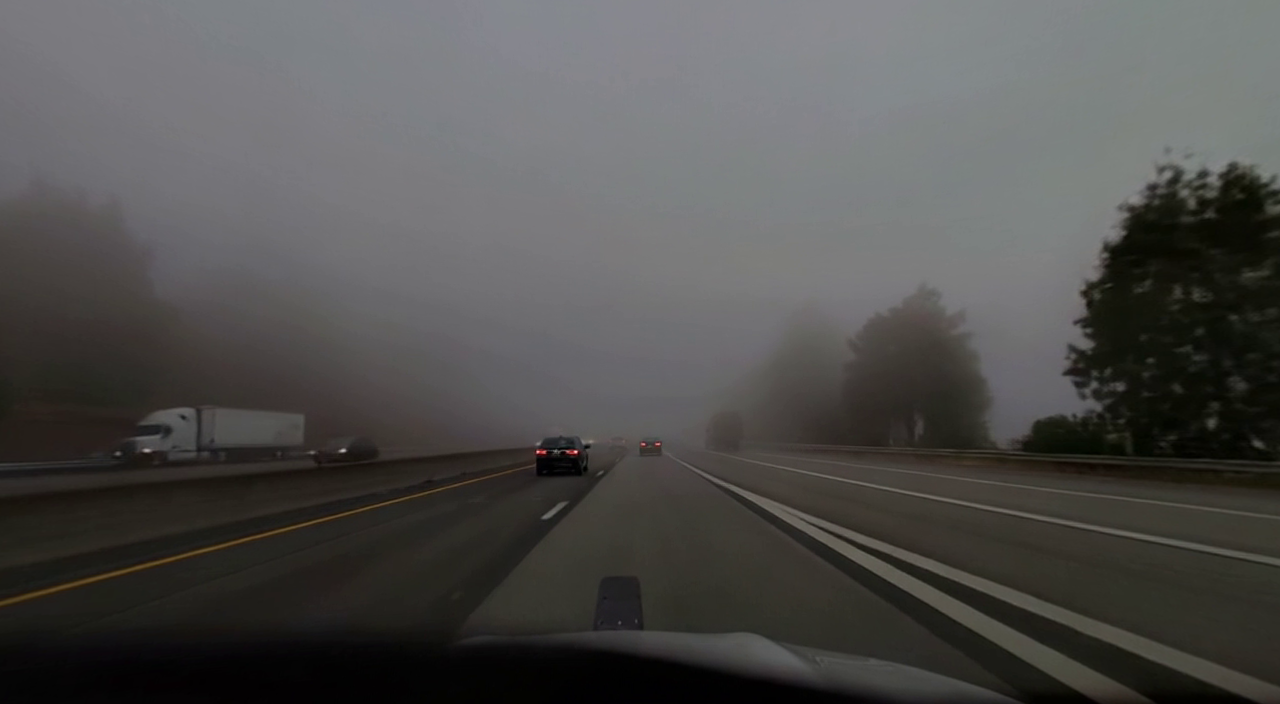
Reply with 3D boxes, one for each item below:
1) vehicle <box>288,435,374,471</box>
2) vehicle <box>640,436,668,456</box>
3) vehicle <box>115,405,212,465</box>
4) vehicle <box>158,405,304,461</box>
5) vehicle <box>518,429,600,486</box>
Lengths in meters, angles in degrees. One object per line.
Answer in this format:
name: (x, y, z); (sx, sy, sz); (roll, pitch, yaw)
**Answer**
vehicle: (-15.710, 5.137, 32.365); (2.000, 1.692, 4.497); (0, -8, 2)
vehicle: (1.048, 7.021, 47.245); (2.004, 1.465, 3.842); (0, -8, 0)
vehicle: (-31.574, 5.521, 41.973); (3.154, 3.765, 3.782); (0, -7, 3)
vehicle: (-31.581, 6.452, 49.744); (3.007, 3.823, 12.412); (0, -8, 1)
vehicle: (-2.424, 3.273, 19.985); (2.137, 1.618, 4.209); (0, -8, -1)
